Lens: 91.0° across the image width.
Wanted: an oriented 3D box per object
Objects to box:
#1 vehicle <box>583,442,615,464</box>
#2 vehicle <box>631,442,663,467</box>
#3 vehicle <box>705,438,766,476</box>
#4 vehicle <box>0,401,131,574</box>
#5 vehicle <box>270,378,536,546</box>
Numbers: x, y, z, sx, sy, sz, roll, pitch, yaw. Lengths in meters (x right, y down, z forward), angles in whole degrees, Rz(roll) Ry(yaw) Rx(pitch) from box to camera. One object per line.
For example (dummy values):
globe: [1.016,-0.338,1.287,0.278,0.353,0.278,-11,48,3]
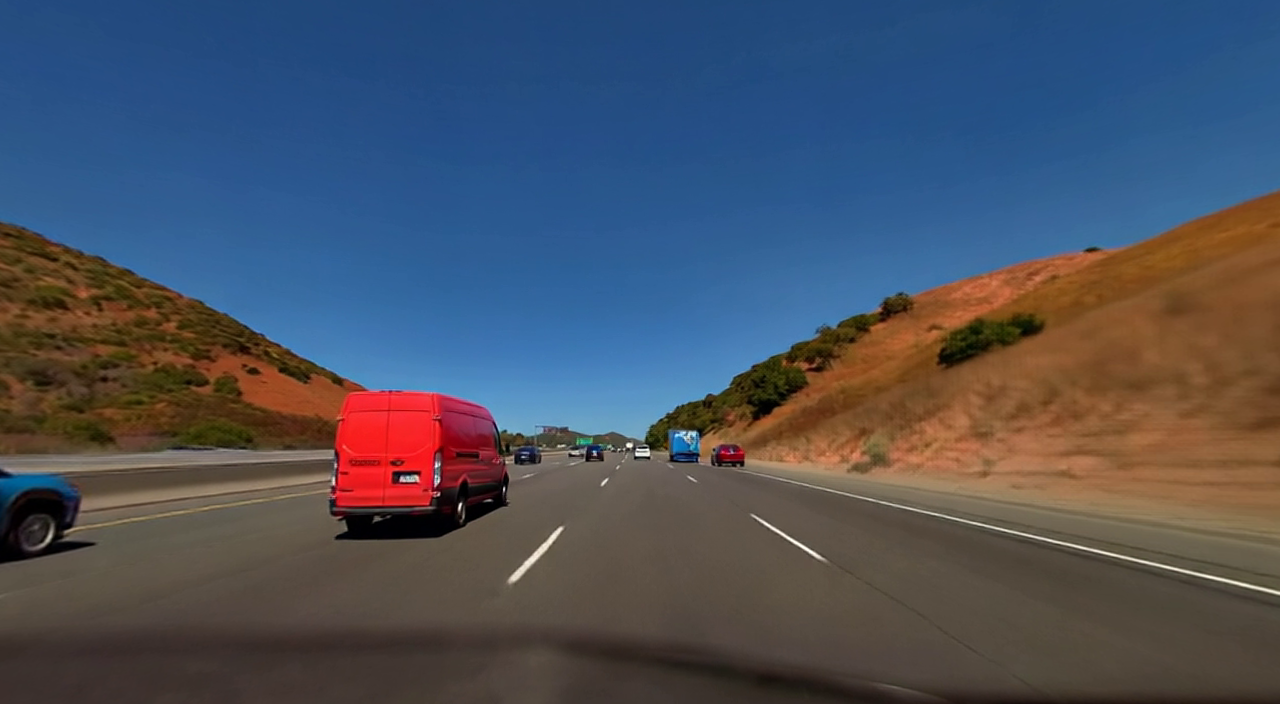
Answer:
vehicle: [-3.116,7.777,48.532,2.138,1.581,4.340,0,-9,0]
vehicle: [0.421,6.775,41.742,2.014,1.543,3.804,0,-9,0]
vehicle: [4.294,4.824,29.053,2.051,1.598,4.145,0,-9,-1]
vehicle: [-7.437,1.208,5.350,2.054,1.715,4.928,0,-9,0]
vehicle: [-3.601,1.895,11.265,2.421,2.203,5.775,0,-9,1]
